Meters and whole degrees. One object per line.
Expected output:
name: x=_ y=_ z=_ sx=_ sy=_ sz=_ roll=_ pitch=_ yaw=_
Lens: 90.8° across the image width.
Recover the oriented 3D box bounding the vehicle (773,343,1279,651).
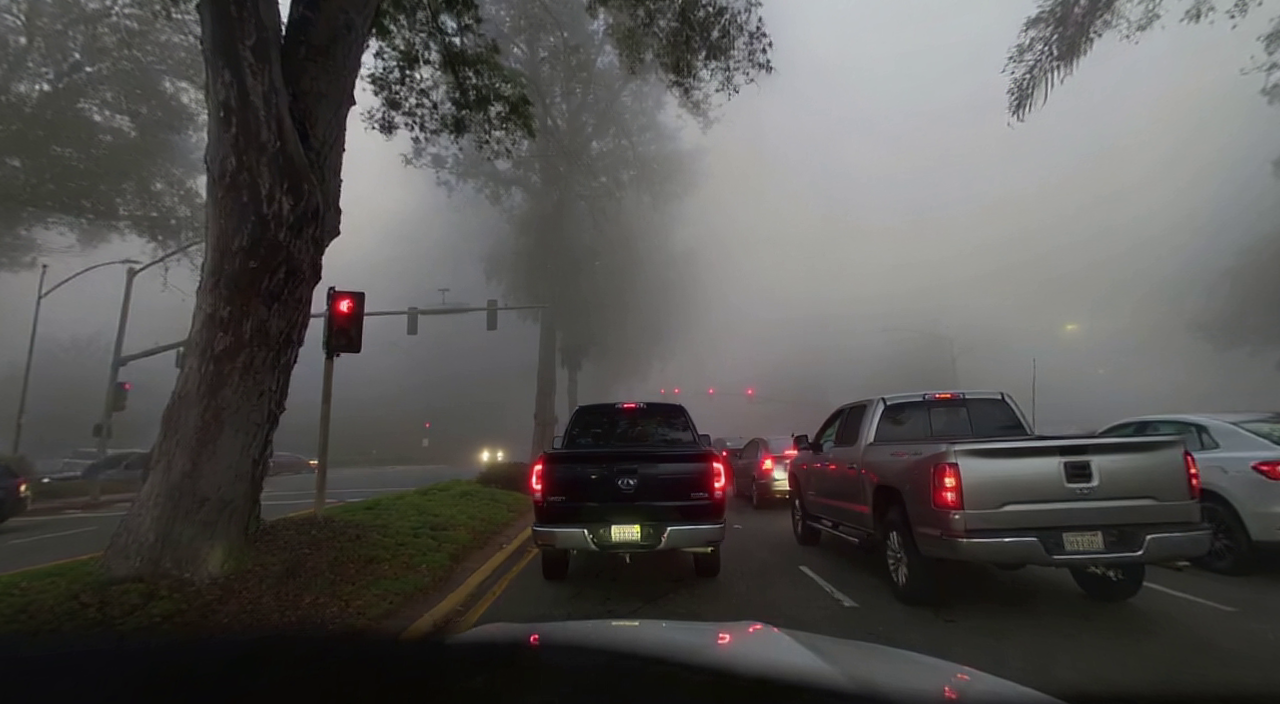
vehicle: x=3.327 y=1.331 z=6.922 sx=2.412 sy=1.953 sz=5.682 roll=0 pitch=-9 yaw=-1

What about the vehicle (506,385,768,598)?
vehicle: x=-0.050 y=1.568 z=8.002 sx=2.240 sy=1.821 sz=5.001 roll=0 pitch=-9 yaw=-1

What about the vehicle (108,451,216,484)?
vehicle: x=-26.355 y=6.332 z=35.028 sx=4.437 sy=1.669 sz=1.936 roll=5 pitch=-10 yaw=-30
